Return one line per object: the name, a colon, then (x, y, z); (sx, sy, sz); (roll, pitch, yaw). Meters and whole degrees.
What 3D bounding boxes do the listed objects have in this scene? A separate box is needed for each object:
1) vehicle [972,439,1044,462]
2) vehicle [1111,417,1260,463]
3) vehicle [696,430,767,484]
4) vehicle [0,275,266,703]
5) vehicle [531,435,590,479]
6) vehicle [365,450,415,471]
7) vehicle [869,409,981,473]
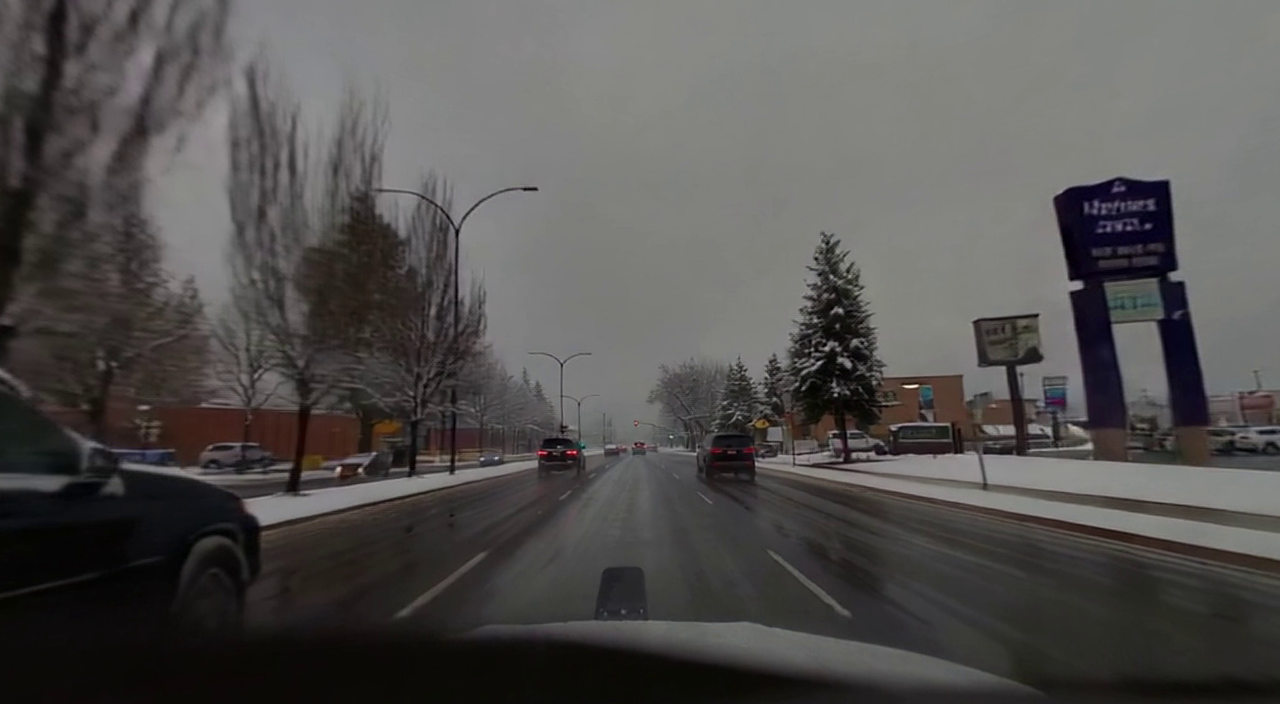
vehicle: (27.918, 7.488, 47.732); (4.126, 1.642, 2.073); (0, -9, -5)
vehicle: (29.044, 4.768, 33.615); (5.686, 2.220, 2.112); (-1, -11, 2)
vehicle: (3.454, 4.096, 24.678); (2.024, 1.921, 4.431); (0, -9, -1)
vehicle: (-3.521, 0.555, 1.529); (2.210, 1.925, 4.838); (0, -9, 0)
vehicle: (-3.448, 4.659, 28.102); (2.014, 1.775, 4.404); (0, -9, 0)
vehicle: (-19.503, 8.480, 49.156); (1.993, 1.483, 4.533); (0, -9, 1)
vehicle: (16.016, 5.156, 35.972); (2.919, 3.125, 7.218); (2, -9, -1)
